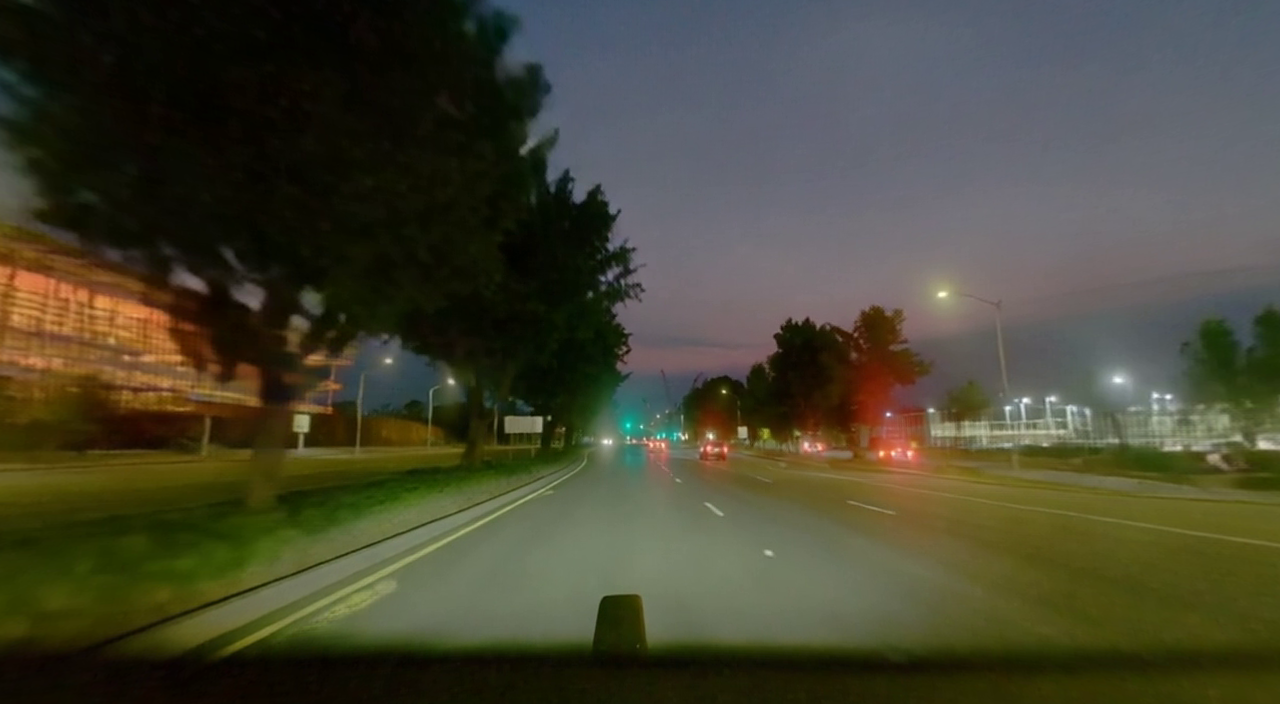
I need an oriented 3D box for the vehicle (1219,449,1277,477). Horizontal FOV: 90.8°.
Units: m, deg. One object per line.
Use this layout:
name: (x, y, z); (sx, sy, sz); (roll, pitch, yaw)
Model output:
vehicle: (36.373, 6.605, 37.897); (1.955, 1.527, 4.835); (-8, -12, 38)
